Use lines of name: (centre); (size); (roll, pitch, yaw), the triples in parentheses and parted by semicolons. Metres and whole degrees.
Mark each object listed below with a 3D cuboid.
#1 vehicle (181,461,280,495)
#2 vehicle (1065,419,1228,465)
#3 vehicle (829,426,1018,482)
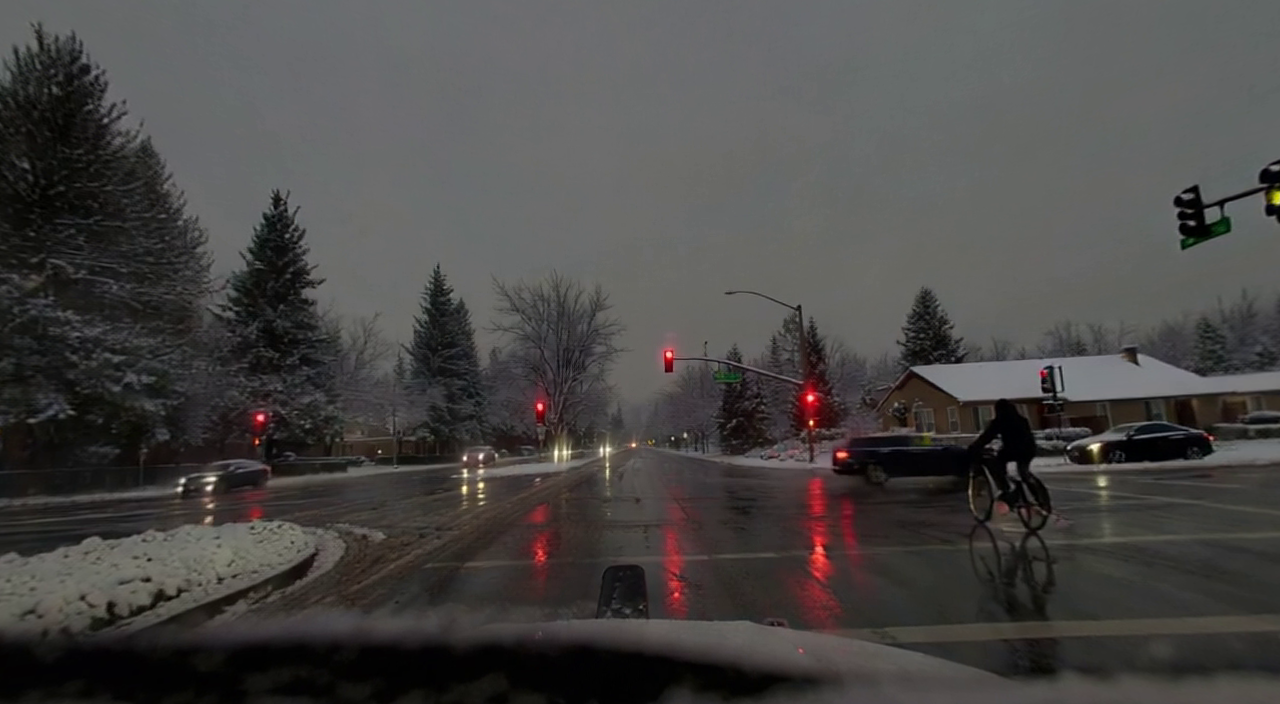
vehicle: (-19.324, 5.934, 30.004); (1.810, 1.393, 4.423); (0, -9, -1)
vehicle: (17.344, 3.100, 21.758); (3.969, 1.493, 1.823); (0, -9, 1)
vehicle: (8.097, 3.004, 18.564); (4.749, 1.496, 2.017); (-3, -9, 15)
